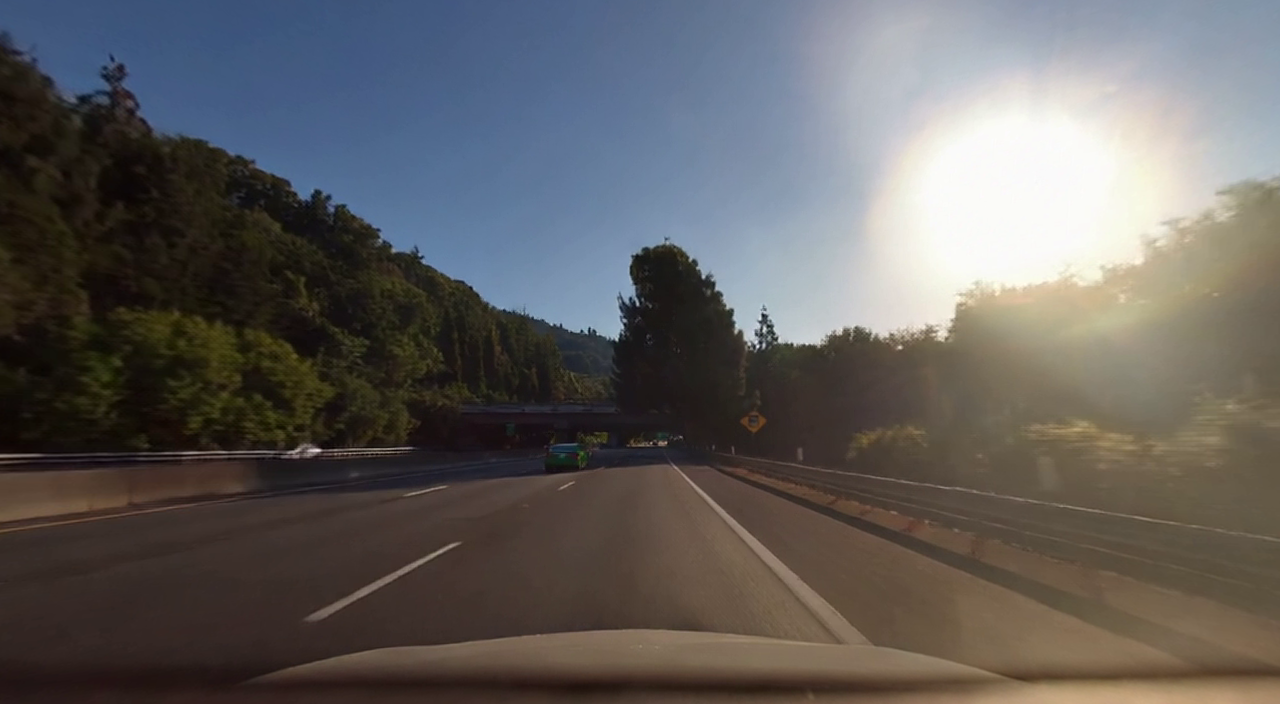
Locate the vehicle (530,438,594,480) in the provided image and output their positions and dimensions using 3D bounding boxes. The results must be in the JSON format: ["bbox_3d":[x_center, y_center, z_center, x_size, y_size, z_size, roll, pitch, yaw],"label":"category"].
[{"bbox_3d":[-3.061,4.296,25.617,2.015,1.561,4.469,0,-8,0],"label":"vehicle"}]

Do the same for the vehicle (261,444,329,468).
[{"bbox_3d":[-22.281,6.708,40.828,1.791,1.462,4.451,0,-8,2],"label":"vehicle"}]
